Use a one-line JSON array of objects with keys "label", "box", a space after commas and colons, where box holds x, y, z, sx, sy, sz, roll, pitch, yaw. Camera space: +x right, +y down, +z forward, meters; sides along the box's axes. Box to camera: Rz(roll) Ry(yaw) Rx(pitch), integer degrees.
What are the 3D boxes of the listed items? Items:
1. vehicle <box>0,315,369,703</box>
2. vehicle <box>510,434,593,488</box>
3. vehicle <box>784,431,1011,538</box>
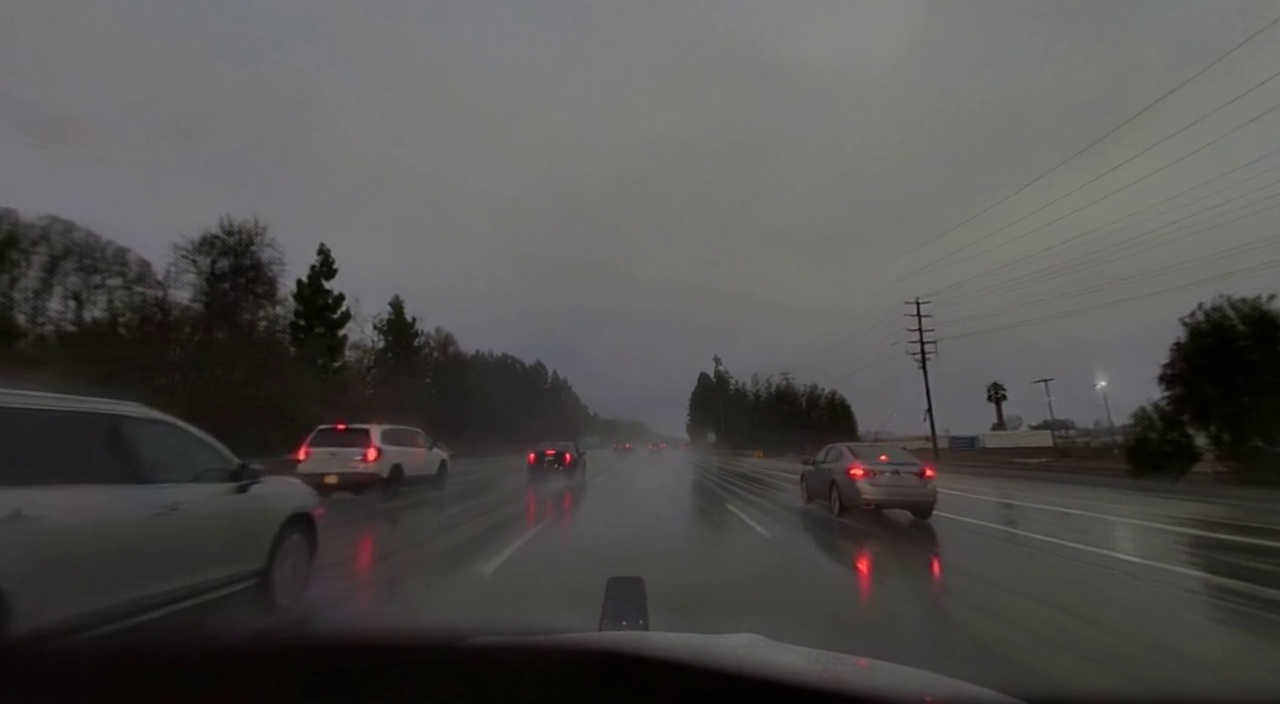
[{"label": "vehicle", "box": [-3.396, 0.869, 3.013, 2.133, 1.775, 4.530, 0, -8, 1]}, {"label": "vehicle", "box": [-2.971, 3.773, 22.198, 2.133, 1.668, 4.505, 0, -8, 2]}, {"label": "vehicle", "box": [4.145, 2.206, 11.206, 2.022, 1.472, 4.678, 0, -8, 0]}]
